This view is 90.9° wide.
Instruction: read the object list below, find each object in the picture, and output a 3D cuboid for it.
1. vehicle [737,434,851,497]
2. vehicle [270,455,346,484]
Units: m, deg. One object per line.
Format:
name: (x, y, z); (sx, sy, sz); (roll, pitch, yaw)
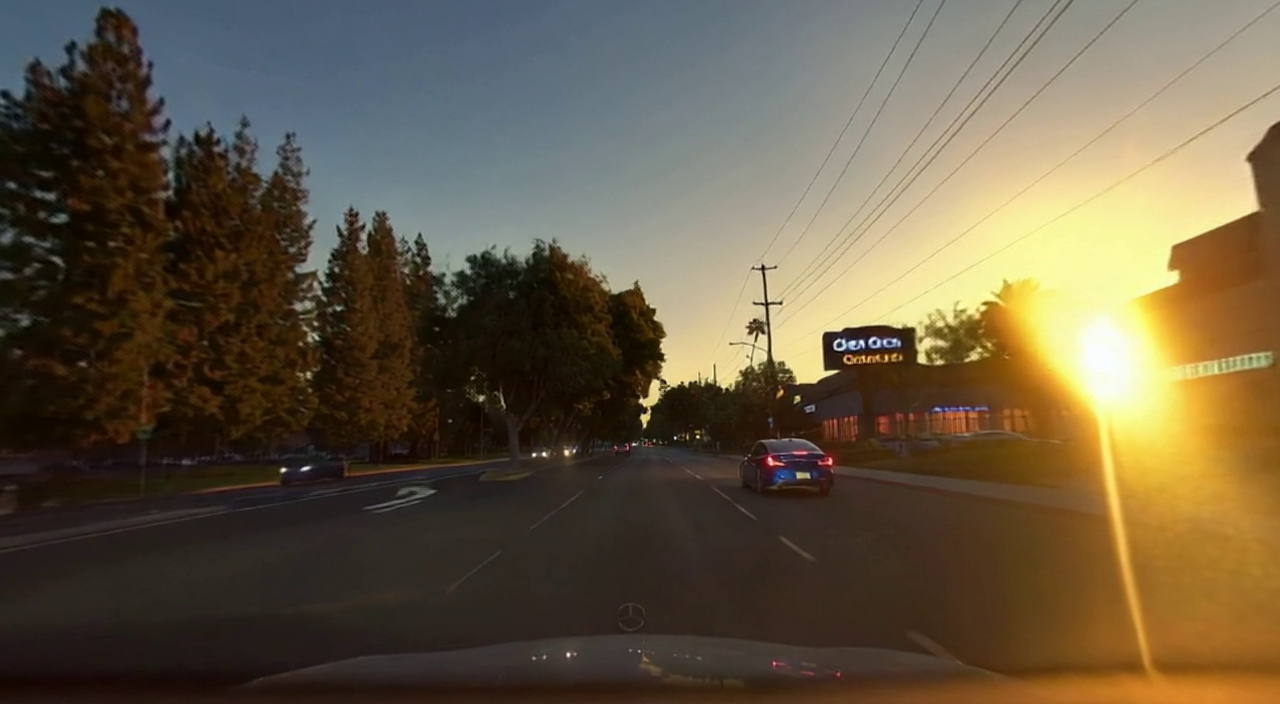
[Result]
vehicle: (4.028, 3.046, 17.308); (1.977, 1.474, 4.399); (0, -8, 0)
vehicle: (-19.061, 6.720, 36.417); (1.922, 1.462, 4.547); (0, -8, 0)
